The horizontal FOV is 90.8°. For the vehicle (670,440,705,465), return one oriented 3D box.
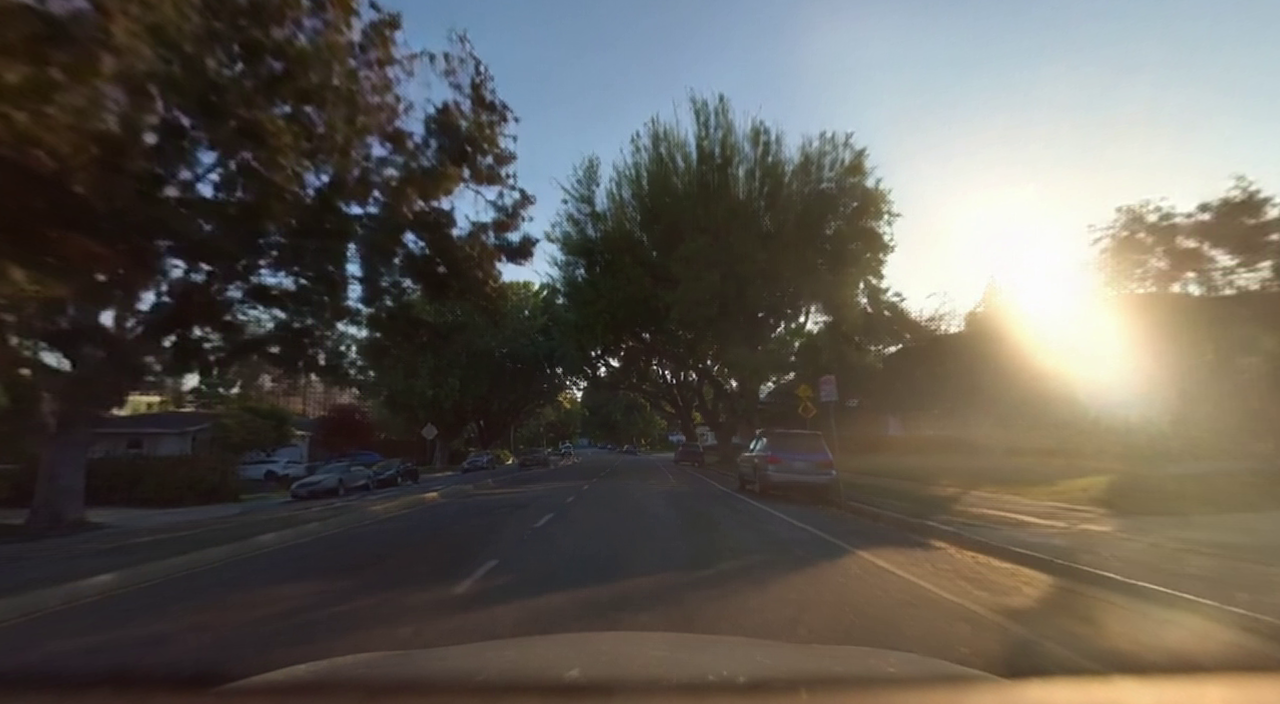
[{"bbox_3d":[3.585,7.726,48.822,2.176,1.793,5.534,0,-9,-1],"label":"vehicle"}]

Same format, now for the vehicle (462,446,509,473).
[{"bbox_3d":[-11.190,7.791,46.064,2.293,1.836,4.586,0,-8,-1],"label":"vehicle"}]

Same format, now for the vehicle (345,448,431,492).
[{"bbox_3d":[-11.108,5.188,28.267,1.981,1.790,4.682,0,-9,-2],"label":"vehicle"}]

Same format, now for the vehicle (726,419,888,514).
[{"bbox_3d":[3.837,2.793,15.981,2.319,1.938,5.961,0,-9,-2],"label":"vehicle"}]

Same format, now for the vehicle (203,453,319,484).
[{"bbox_3d":[-19.387,5.956,32.480,4.569,1.498,2.072,0,-9,0],"label":"vehicle"}]

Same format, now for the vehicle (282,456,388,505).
[{"bbox_3d":[-11.090,4.657,23.380,1.815,1.532,4.517,0,-9,-2],"label":"vehicle"}]
